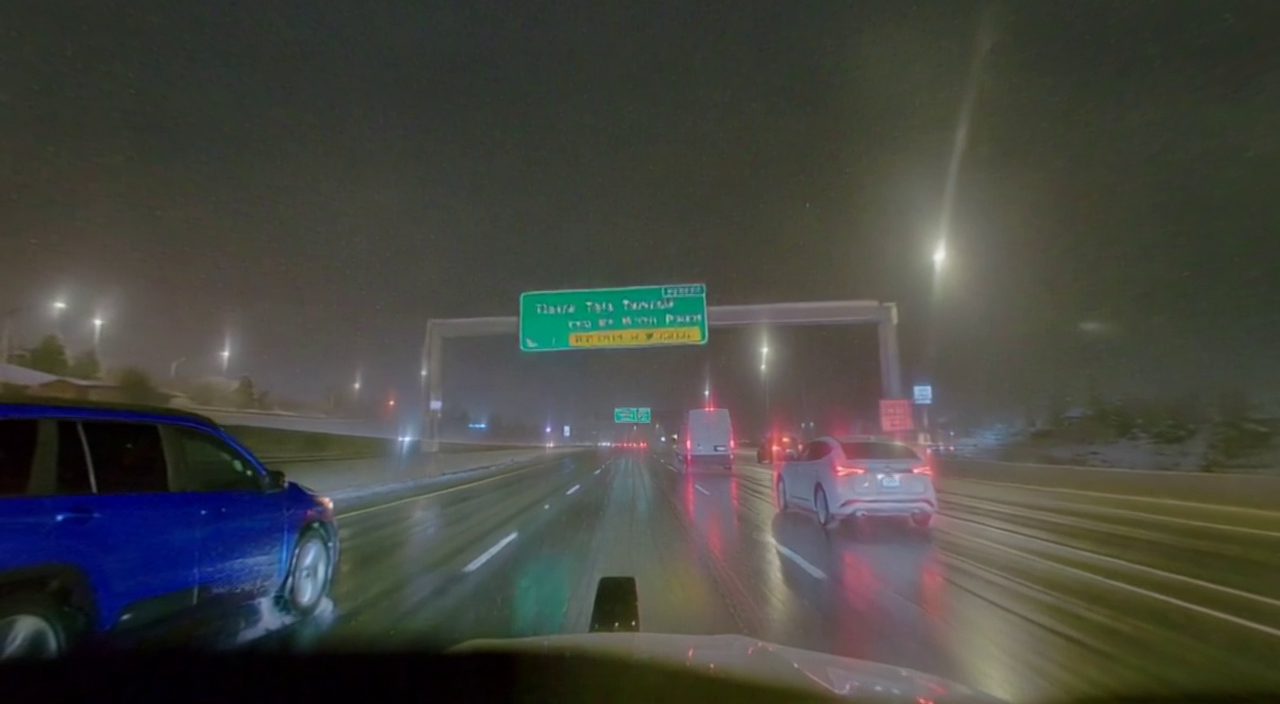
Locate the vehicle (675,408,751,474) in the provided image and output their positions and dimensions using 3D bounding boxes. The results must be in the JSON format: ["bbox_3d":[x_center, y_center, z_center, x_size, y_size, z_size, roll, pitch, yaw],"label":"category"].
[{"bbox_3d":[3.239,4.195,29.674,2.629,2.718,6.740,0,-8,-1],"label":"vehicle"}]

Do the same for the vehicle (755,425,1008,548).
[{"bbox_3d":[3.478,2.054,10.459,2.108,1.509,5.059,0,-8,-1],"label":"vehicle"}]

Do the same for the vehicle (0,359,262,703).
[{"bbox_3d":[-3.959,0.839,2.760,2.000,1.646,4.201,0,-8,0],"label":"vehicle"}]
